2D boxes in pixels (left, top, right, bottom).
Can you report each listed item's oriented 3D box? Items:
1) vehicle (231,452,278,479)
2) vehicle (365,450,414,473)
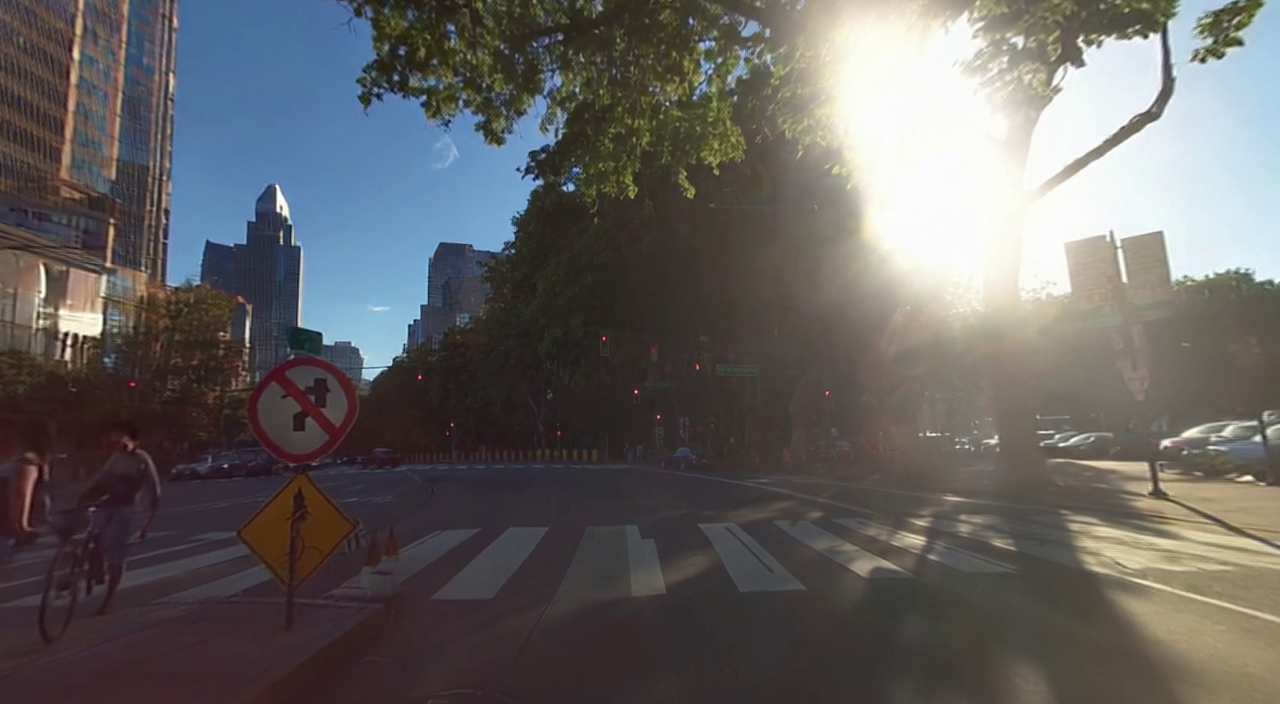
[{"bbox_3d":[-28.804,8.398,47.116,2.199,1.838,4.222,6,-11,-40],"label":"vehicle"},{"bbox_3d":[-18.343,7.993,46.149,2.123,1.544,4.158,7,-11,-39],"label":"vehicle"}]
